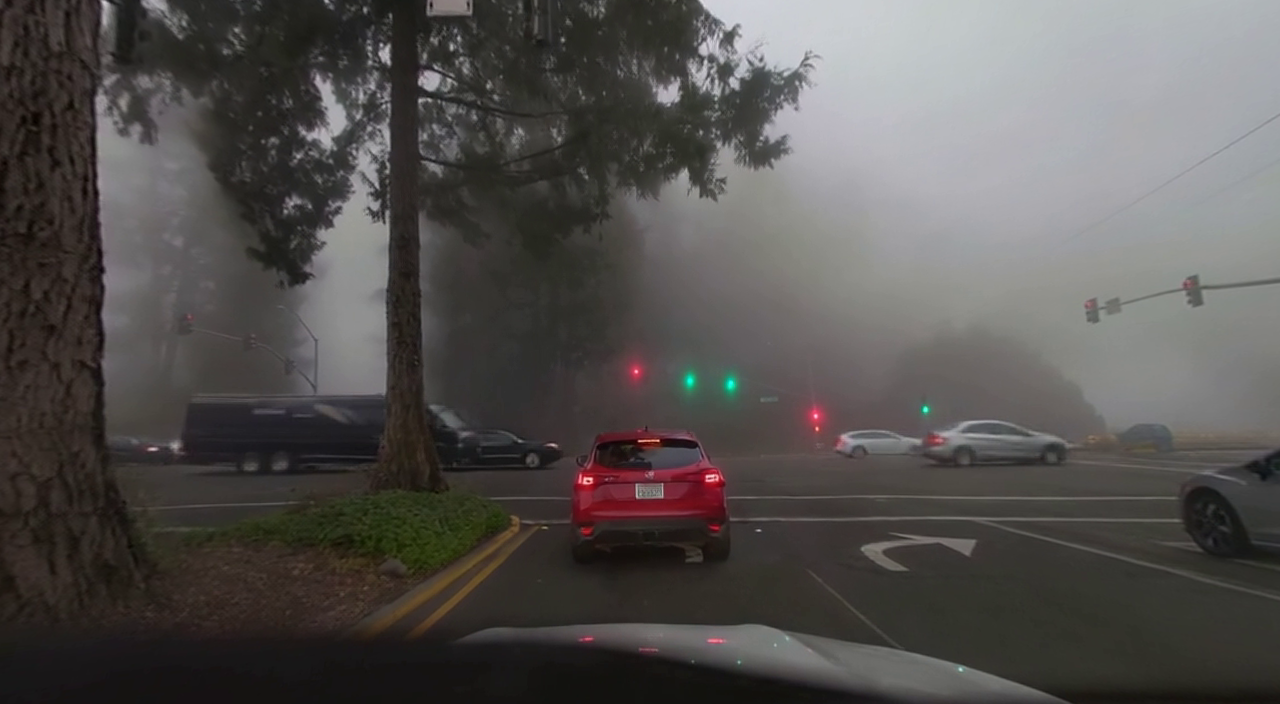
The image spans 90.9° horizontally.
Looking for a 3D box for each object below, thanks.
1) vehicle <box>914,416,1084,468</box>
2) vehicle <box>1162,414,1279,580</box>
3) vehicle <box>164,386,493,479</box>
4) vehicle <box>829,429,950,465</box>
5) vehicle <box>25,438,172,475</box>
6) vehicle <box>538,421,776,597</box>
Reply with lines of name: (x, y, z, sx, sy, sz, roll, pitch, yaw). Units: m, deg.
vehicle: (13.001, 3.303, 23.115, 4.921, 1.757, 2.036, 0, -8, 1)
vehicle: (7.072, 1.257, 5.151, 1.901, 1.577, 4.348, 0, -8, 1)
vehicle: (-11.069, 2.976, 23.208, 10.544, 3.126, 2.909, -1, -8, 1)
vehicle: (10.537, 4.022, 26.846, 4.399, 1.445, 1.769, 0, -9, 1)
vehicle: (-23.043, 4.452, 26.963, 4.517, 1.471, 1.854, 0, -8, 0)
vehicle: (0.102, 1.633, 7.408, 2.041, 1.485, 3.813, 0, -8, -1)
